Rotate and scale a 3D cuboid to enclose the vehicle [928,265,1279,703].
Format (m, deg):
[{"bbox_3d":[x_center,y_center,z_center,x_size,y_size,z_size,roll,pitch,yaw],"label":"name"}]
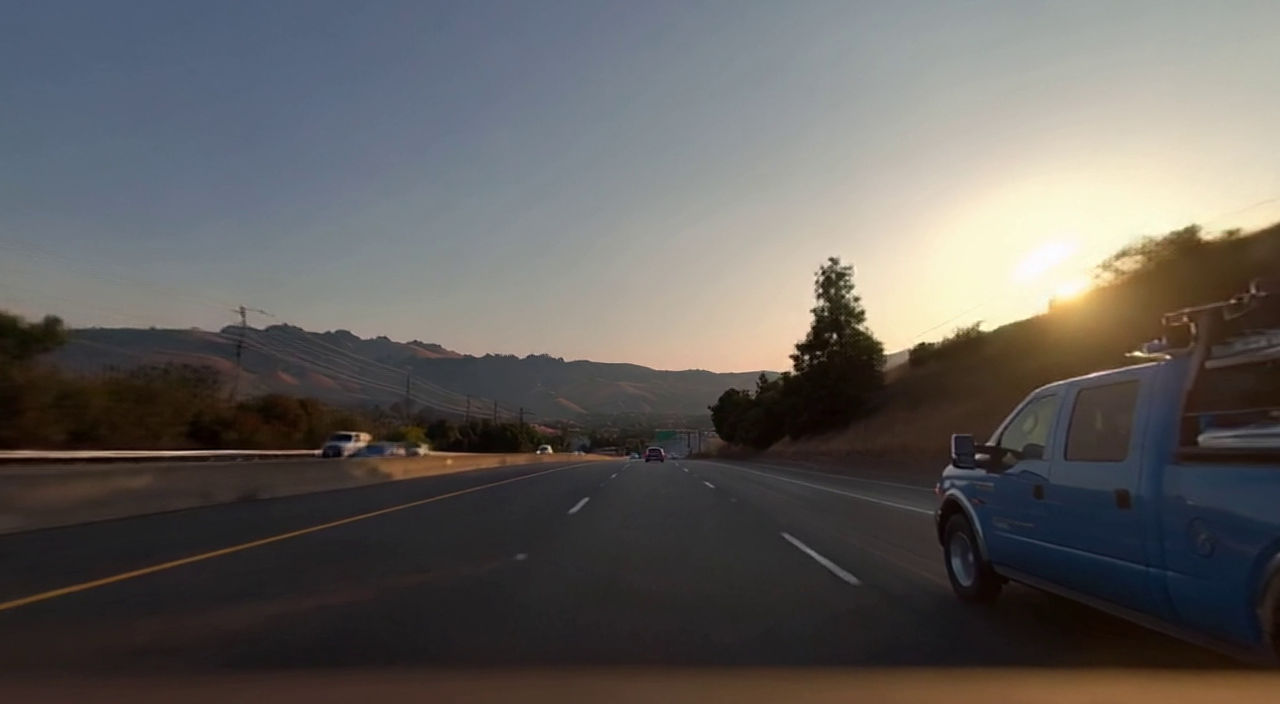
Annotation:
[{"bbox_3d":[4.064,0.756,2.753,2.538,2.228,6.370,0,-9,0],"label":"vehicle"}]

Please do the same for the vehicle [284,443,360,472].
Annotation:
[{"bbox_3d":[-17.639,5.852,35.075,1.858,1.465,4.405,0,-9,1],"label":"vehicle"}]
